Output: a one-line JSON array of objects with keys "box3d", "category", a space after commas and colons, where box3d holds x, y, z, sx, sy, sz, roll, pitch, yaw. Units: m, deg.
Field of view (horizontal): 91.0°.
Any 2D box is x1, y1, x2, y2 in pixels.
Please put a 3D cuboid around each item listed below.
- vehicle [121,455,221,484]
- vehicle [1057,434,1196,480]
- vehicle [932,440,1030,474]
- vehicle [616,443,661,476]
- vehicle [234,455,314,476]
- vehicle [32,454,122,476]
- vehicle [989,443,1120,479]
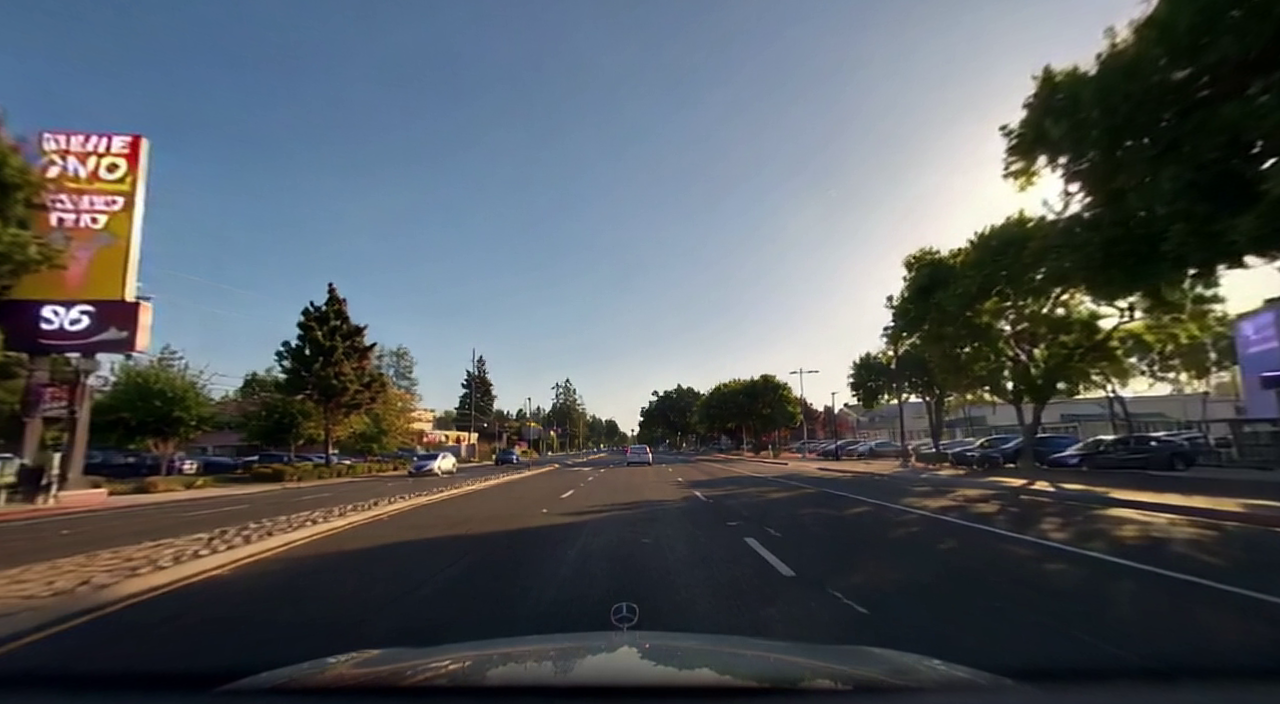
[{"box3d": [-27.177, 6.805, 36.568, 4.355, 1.504, 1.874, -2, -9, 1], "category": "vehicle"}, {"box3d": [19.182, 4.159, 25.144, 1.900, 1.639, 4.397, 0, -9, -2], "category": "vehicle"}, {"box3d": [16.226, 5.006, 30.258, 1.949, 1.458, 4.865, 0, -9, 0], "category": "vehicle"}, {"box3d": [-0.124, 5.126, 30.108, 1.998, 1.452, 3.773, 0, -9, -1], "category": "vehicle"}, {"box3d": [-26.924, 8.332, 46.430, 4.660, 1.446, 1.870, 0, -9, -3], "category": "vehicle"}, {"box3d": [-39.632, 7.969, 44.379, 4.331, 1.467, 2.006, 0, -9, -1], "category": "vehicle"}, {"box3d": [16.465, 4.354, 25.353, 1.860, 1.276, 4.671, 0, -9, -4], "category": "vehicle"}]
